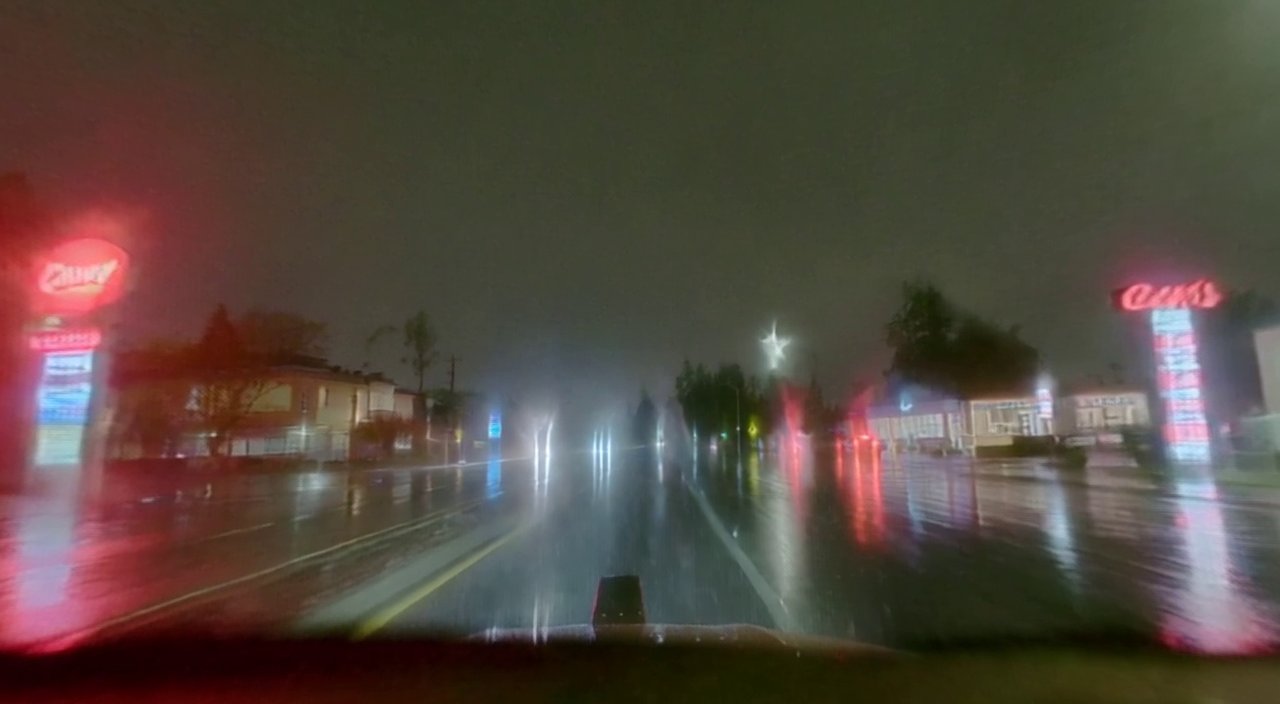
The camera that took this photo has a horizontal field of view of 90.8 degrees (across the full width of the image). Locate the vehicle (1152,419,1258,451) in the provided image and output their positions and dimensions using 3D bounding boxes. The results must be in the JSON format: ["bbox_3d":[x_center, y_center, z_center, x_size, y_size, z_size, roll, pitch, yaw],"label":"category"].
[{"bbox_3d":[35.861,5.288,40.331,2.028,1.886,5.190,0,-8,1],"label":"vehicle"}]

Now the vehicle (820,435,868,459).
[{"bbox_3d":[14.978,7.015,46.664,1.987,1.694,4.523,-1,-8,0],"label":"vehicle"}]

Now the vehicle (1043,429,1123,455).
[{"bbox_3d":[27.628,5.625,39.596,1.836,1.497,4.419,-1,-8,1],"label":"vehicle"}]
